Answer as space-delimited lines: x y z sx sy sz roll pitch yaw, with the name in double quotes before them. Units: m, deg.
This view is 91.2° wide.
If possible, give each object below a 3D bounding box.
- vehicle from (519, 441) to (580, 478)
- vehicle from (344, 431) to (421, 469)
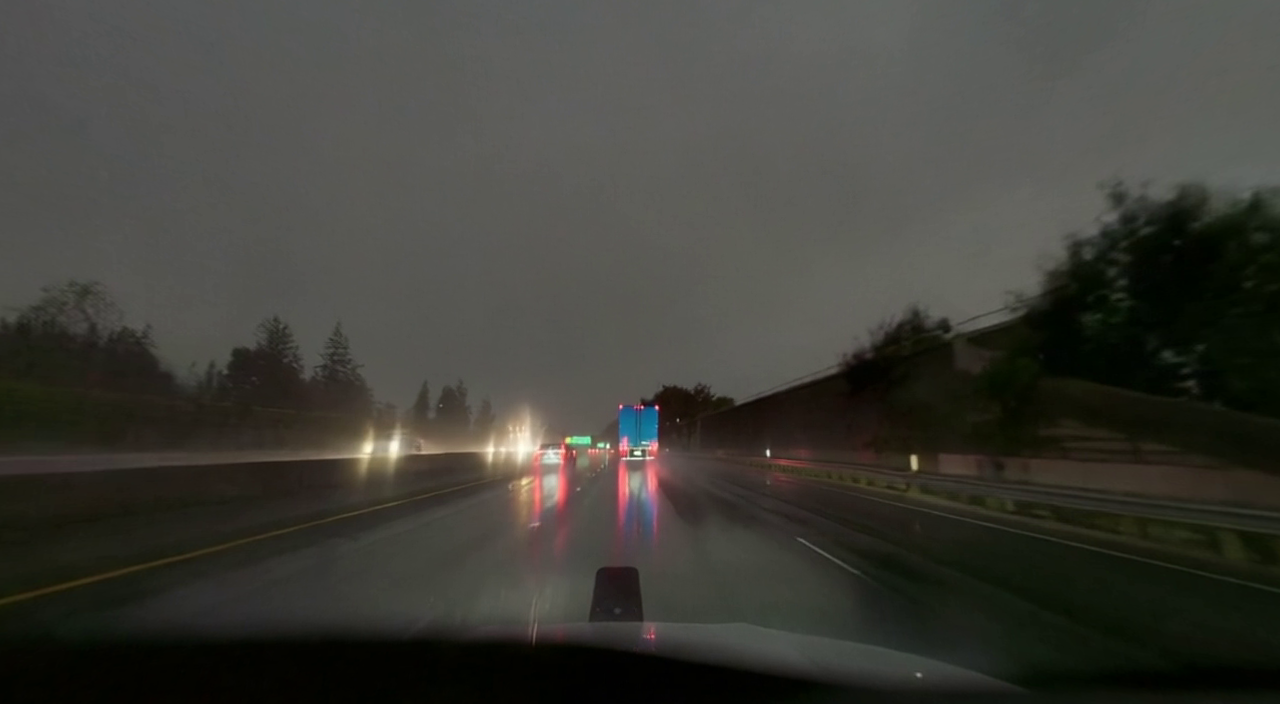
"vehicle" -3.951 4.801 28.205 2.057 1.519 4.372 0 -9 0
"vehicle" -13.416 5.151 33.001 2.054 1.840 4.734 0 -9 0
